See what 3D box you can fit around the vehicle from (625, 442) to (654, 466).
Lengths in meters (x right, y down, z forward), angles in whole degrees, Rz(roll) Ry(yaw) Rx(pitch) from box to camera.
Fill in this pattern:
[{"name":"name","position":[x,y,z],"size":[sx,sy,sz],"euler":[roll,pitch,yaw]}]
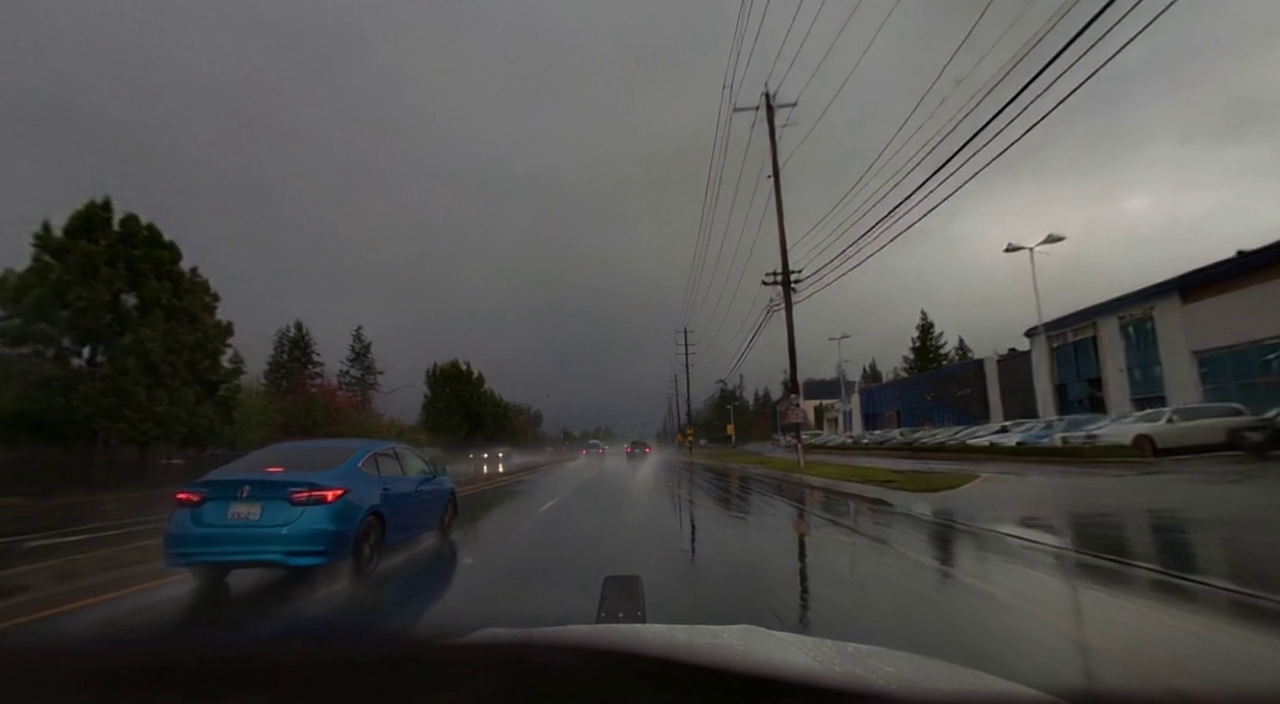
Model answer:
[{"name":"vehicle","position":[-0.033,8.023,49.719],"size":[2.182,1.773,4.041],"euler":[0,-8,0]}]

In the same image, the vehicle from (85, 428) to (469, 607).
[{"name":"vehicle","position":[-3.696,1.742,7.695],"size":[1.928,1.488,4.635],"euler":[0,-8,0]}]
